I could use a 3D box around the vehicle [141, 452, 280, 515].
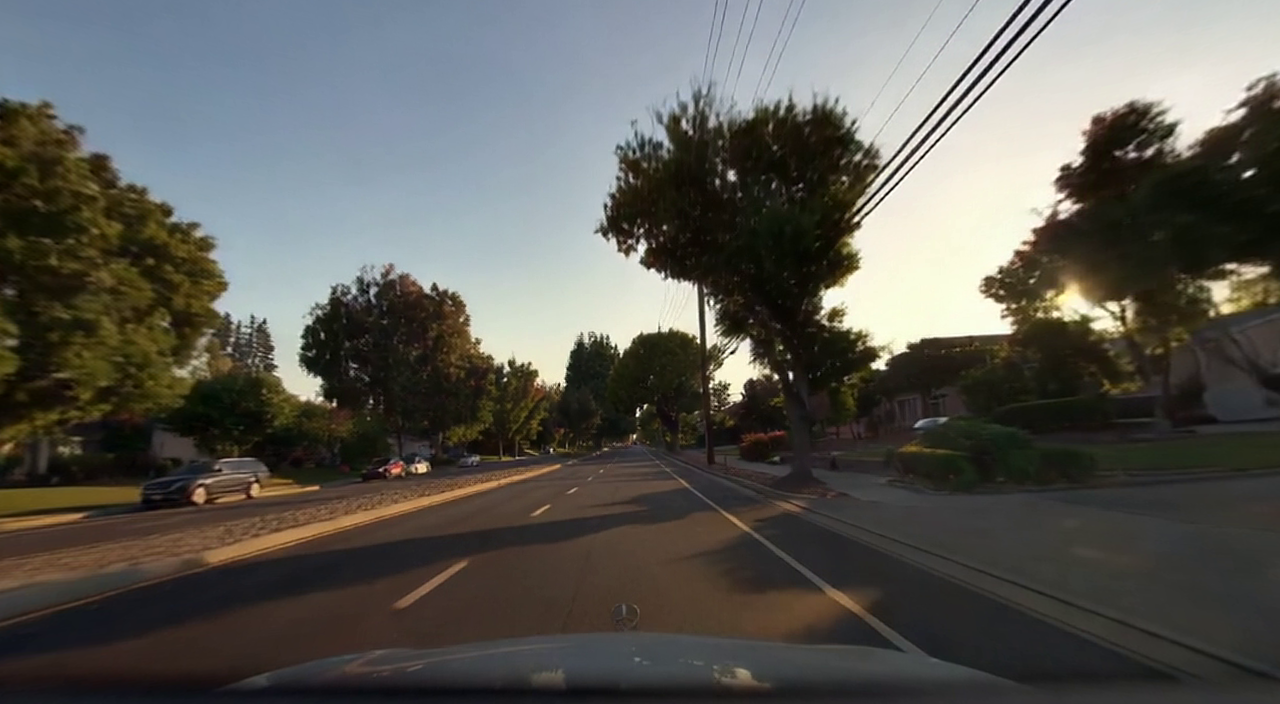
[{"bbox_3d":[-15.969,4.837,23.905,2.071,1.883,4.915,-4,-8,-3],"label":"vehicle"}]

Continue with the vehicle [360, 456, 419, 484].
[{"bbox_3d":[-16.069,7.578,40.754,2.031,1.482,4.476,-4,-9,0],"label":"vehicle"}]
